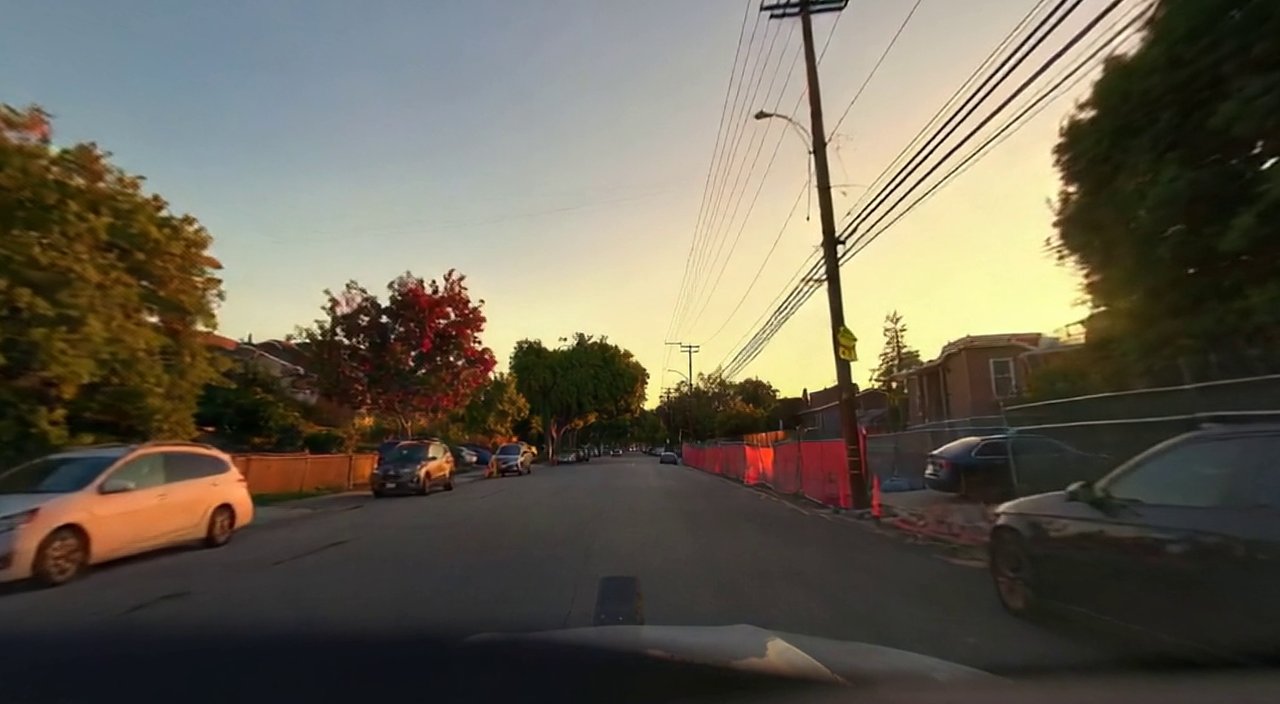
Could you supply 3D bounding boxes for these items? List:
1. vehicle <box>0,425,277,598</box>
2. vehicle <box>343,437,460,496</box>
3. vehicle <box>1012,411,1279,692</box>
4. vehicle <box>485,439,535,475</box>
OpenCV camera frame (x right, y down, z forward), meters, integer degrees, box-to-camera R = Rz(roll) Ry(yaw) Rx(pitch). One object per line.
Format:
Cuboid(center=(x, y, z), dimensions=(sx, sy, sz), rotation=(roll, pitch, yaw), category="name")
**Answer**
Cuboid(center=(-6.843, 1.792, 7.870), dimensions=(1.934, 1.552, 4.636), rotation=(2, -10, -2), category="vehicle")
Cuboid(center=(-7.714, 3.733, 21.001), dimensions=(2.019, 1.723, 4.650), rotation=(0, -9, 1), category="vehicle")
Cuboid(center=(4.520, 1.126, 3.640), dimensions=(2.052, 1.514, 4.577), rotation=(0, -9, 1), category="vehicle")
Cuboid(center=(-6.843, 5.603, 33.642), dimensions=(1.932, 1.743, 4.079), rotation=(-2, -9, -2), category="vehicle")
